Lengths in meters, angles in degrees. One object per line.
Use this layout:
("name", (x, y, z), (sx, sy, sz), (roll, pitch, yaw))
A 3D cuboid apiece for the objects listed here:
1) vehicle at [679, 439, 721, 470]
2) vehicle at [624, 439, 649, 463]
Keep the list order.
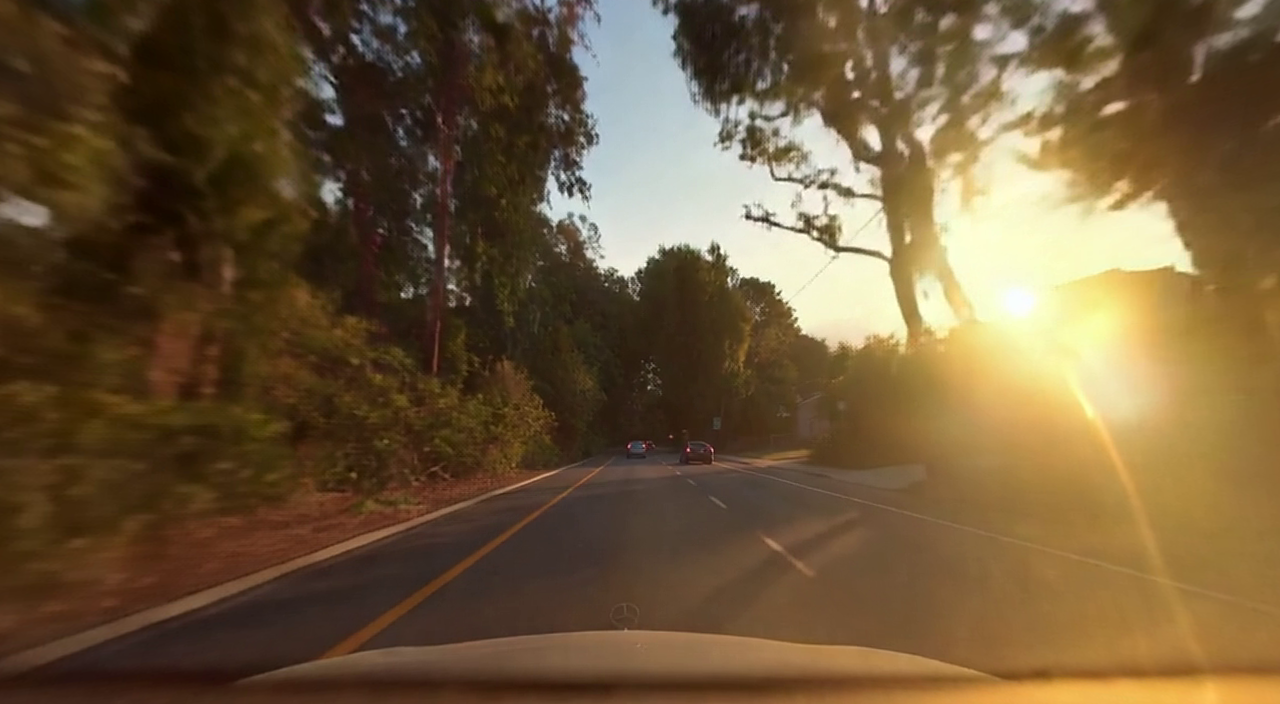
("vehicle", (3.391, 5.873, 36.451), (1.888, 1.640, 4.044), (0, -9, -2))
("vehicle", (-0.295, 7.760, 49.736), (1.925, 1.799, 4.257), (0, -8, -1))
